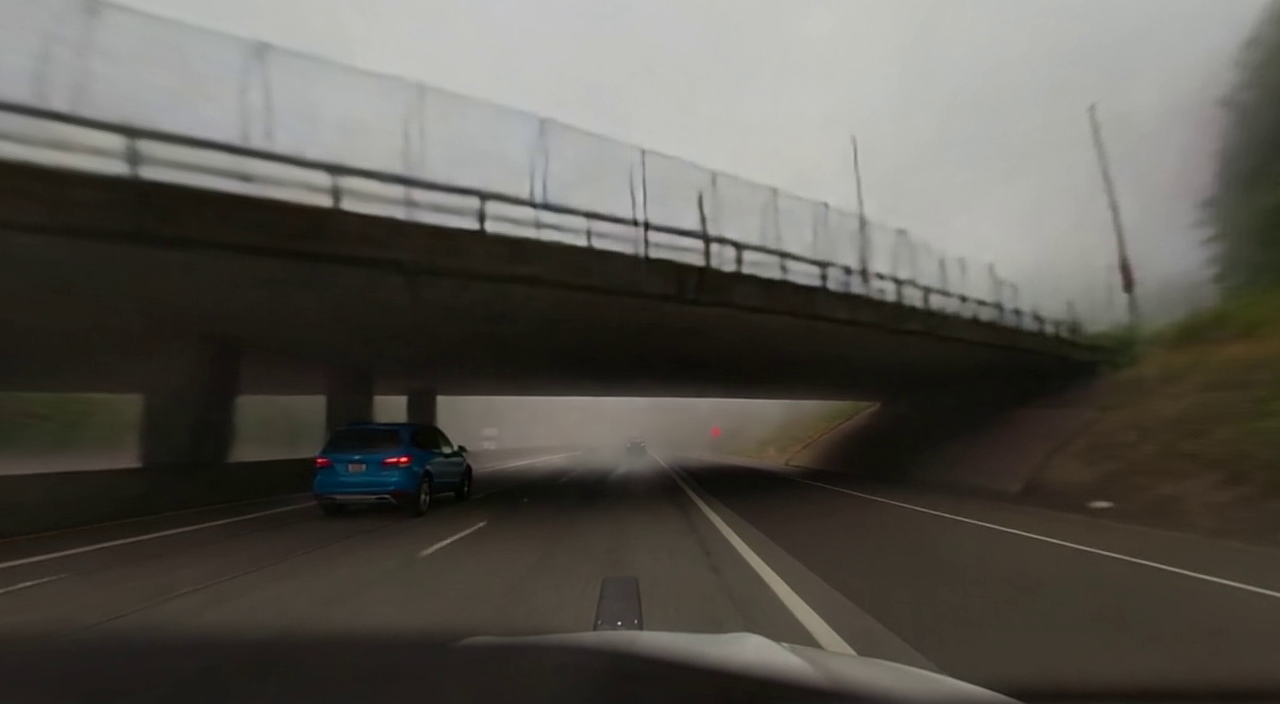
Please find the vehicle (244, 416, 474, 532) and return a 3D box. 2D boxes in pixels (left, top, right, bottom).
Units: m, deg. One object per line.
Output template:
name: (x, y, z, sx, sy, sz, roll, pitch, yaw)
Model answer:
vehicle: (-4.691, 2.093, 11.390, 2.125, 1.662, 4.336, 0, -8, 0)
